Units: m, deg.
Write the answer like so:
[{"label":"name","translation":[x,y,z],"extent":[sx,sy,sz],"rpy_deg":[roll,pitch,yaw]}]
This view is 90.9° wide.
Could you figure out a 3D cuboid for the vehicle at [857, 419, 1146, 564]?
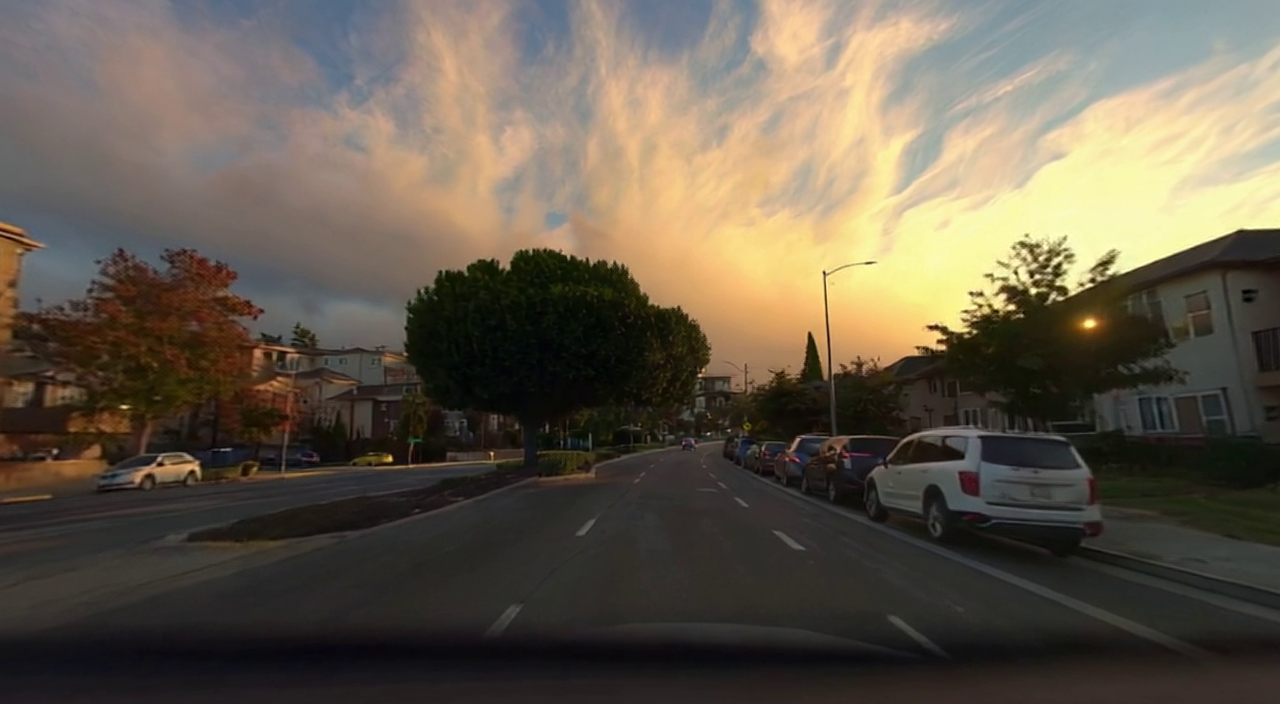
[{"label":"vehicle","translation":[4.892,1.915,9.382],"extent":[2.011,1.649,4.001],"rpy_deg":[0,-8,2]}]

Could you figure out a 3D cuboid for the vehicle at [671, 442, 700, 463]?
[{"label":"vehicle","translation":[3.425,7.435,46.688],"extent":[2.011,1.480,4.170],"rpy_deg":[-1,-8,5]}]

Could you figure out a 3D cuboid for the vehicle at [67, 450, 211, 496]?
[{"label":"vehicle","translation":[-22.273,5.361,28.356],"extent":[2.060,1.814,5.097],"rpy_deg":[-1,-8,3]}]

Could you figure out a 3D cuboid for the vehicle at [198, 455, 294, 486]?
[{"label":"vehicle","translation":[-21.533,6.479,34.717],"extent":[1.909,1.451,4.757],"rpy_deg":[-1,-8,4]}]
